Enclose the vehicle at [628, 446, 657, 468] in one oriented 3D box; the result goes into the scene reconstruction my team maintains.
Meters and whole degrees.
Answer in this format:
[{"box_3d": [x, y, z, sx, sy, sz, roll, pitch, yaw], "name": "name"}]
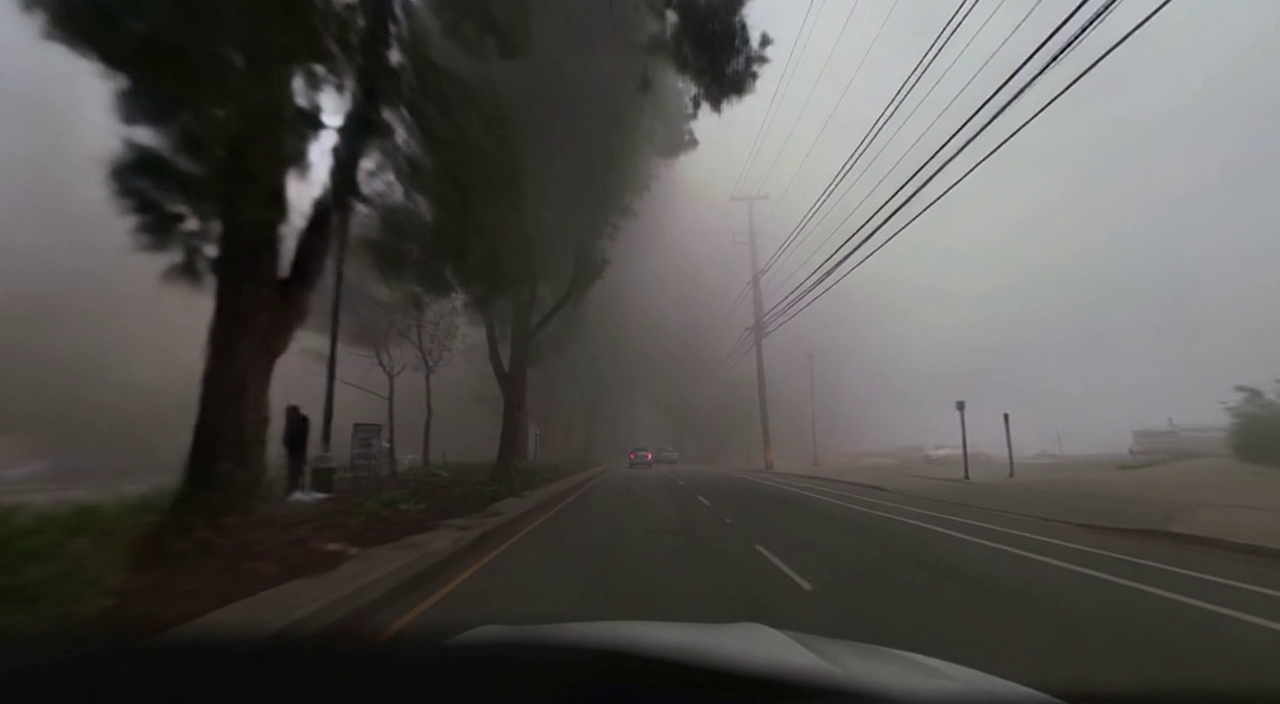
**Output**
[{"box_3d": [0.166, 7.834, 47.309, 2.109, 1.501, 4.042, 1, -8, 0], "name": "vehicle"}]
